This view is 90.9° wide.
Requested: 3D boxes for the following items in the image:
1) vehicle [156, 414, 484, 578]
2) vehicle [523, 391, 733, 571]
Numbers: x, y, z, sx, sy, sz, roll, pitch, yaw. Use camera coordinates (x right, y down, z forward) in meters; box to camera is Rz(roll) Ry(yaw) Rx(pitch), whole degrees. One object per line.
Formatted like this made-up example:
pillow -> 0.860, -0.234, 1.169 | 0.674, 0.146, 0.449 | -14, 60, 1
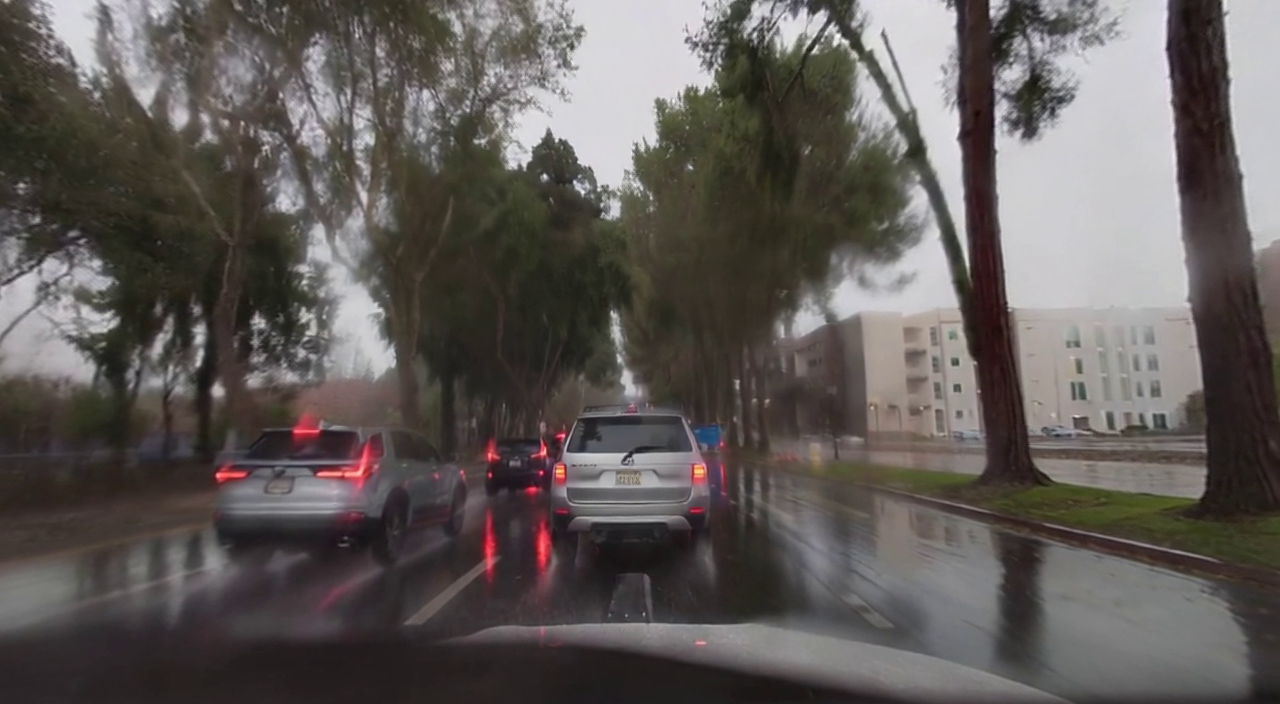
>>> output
vehicle -> -3.767, 1.772, 8.654 | 1.959, 1.614, 4.676 | 0, -8, 1
vehicle -> -0.103, 1.575, 8.343 | 2.075, 1.770, 4.018 | 0, -8, 0
